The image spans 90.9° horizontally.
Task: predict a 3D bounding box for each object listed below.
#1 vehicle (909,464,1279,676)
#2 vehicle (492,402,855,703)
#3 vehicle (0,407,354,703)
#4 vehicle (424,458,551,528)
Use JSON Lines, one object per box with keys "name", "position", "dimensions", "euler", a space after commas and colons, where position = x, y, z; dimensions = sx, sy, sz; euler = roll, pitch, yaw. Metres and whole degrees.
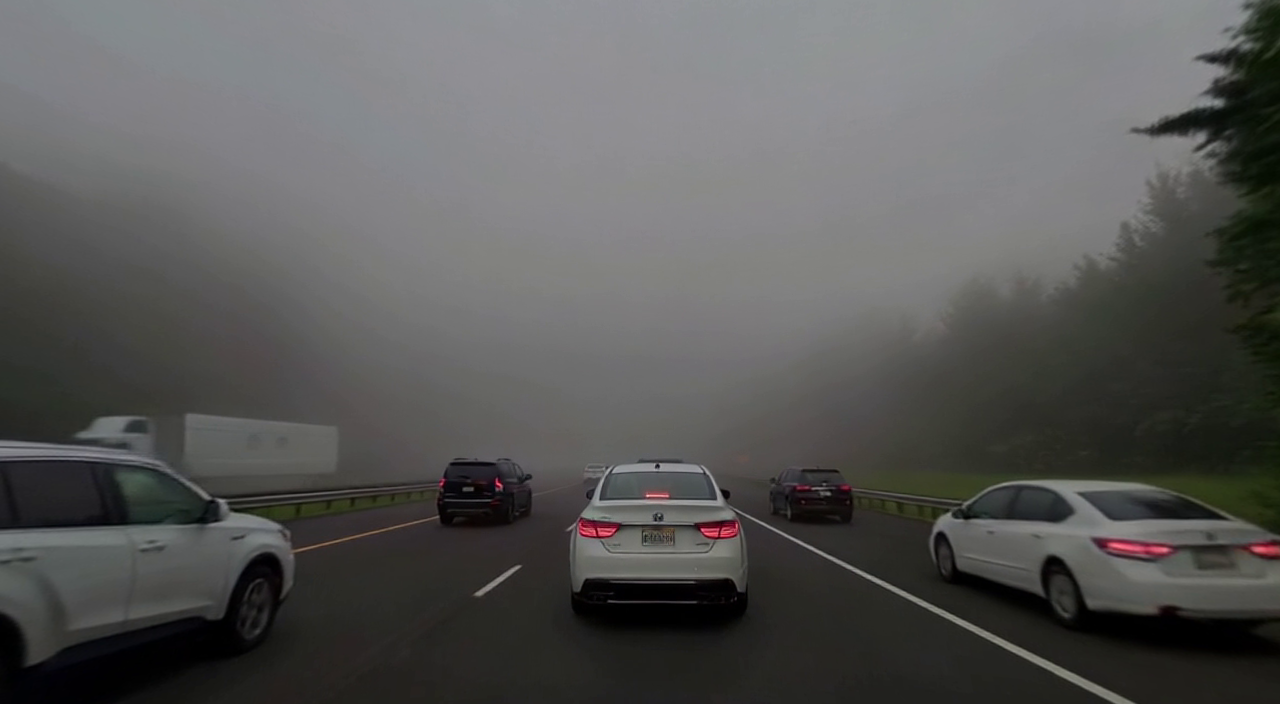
{"name": "vehicle", "position": [4.600, 1.872, 6.423], "dimensions": [1.870, 1.382, 4.287], "euler": [1, -11, 1]}
{"name": "vehicle", "position": [0.175, 1.546, 5.740], "dimensions": [2.057, 1.725, 4.126], "euler": [1, -11, -1]}
{"name": "vehicle", "position": [-3.914, 1.269, 4.156], "dimensions": [1.994, 1.556, 4.263], "euler": [1, -11, 0]}
{"name": "vehicle", "position": [-3.709, 3.560, 16.299], "dimensions": [1.960, 1.502, 4.593], "euler": [0, -11, 3]}
